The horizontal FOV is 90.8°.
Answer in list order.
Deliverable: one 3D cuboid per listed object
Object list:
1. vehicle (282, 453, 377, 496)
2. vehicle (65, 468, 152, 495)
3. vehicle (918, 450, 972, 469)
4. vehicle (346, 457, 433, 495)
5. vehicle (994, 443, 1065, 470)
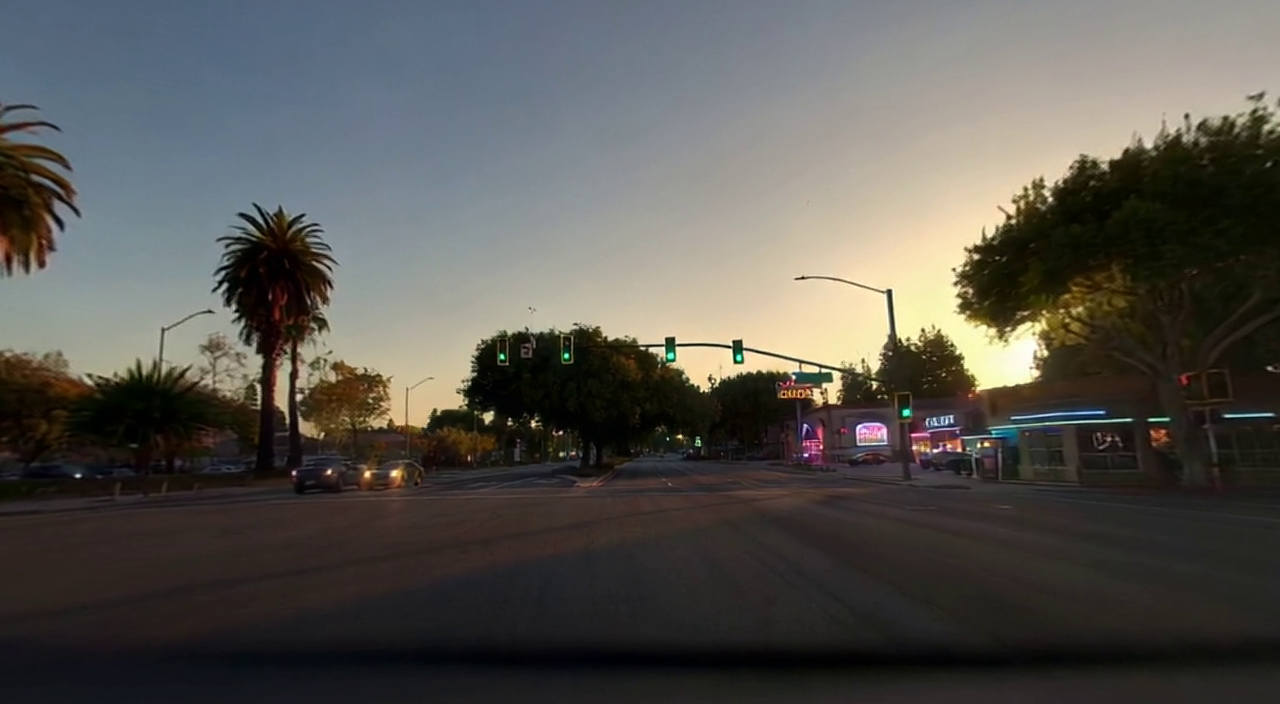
[{"bbox_3d":[-14.448,5.681,29.754,1.976,1.758,4.986,0,-8,-1],"label":"vehicle"},{"bbox_3d":[-35.118,8.556,41.939,1.906,1.528,4.535,0,-8,-2],"label":"vehicle"},{"bbox_3d":[22.754,7.994,47.119,3.280,1.344,1.518,2,-9,-12],"label":"vehicle"},{"bbox_3d":[-11.156,5.528,28.537,2.019,1.434,4.622,0,-8,0],"label":"vehicle"},{"bbox_3d":[24.628,6.630,39.992,3.381,1.424,2.059,1,-12,-23],"label":"vehicle"}]
